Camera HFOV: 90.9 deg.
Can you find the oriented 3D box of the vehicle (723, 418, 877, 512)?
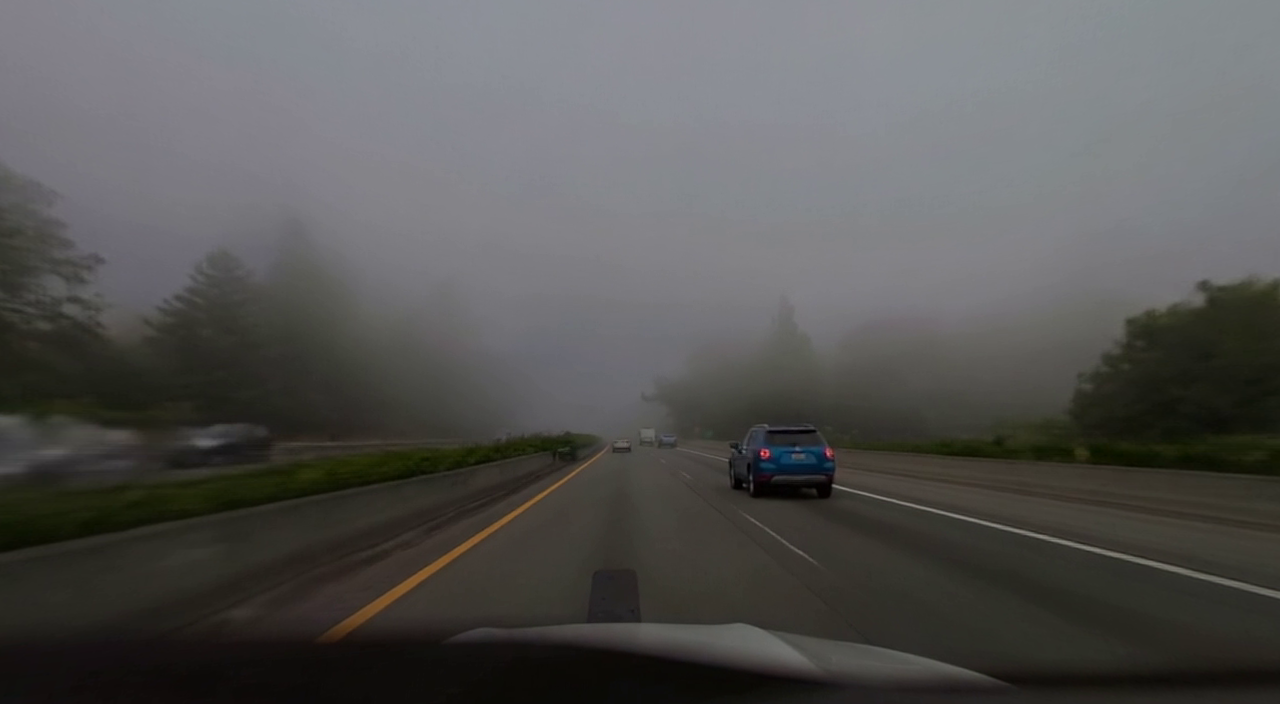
[{"bbox_3d":[3.186,2.342,13.677,2.085,1.681,4.436,0,-8,-1],"label":"vehicle"}]

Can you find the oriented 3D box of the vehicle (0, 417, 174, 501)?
[{"bbox_3d":[-12.036,2.106,12.735,1.902,1.436,4.512,0,-8,-2],"label":"vehicle"}]
